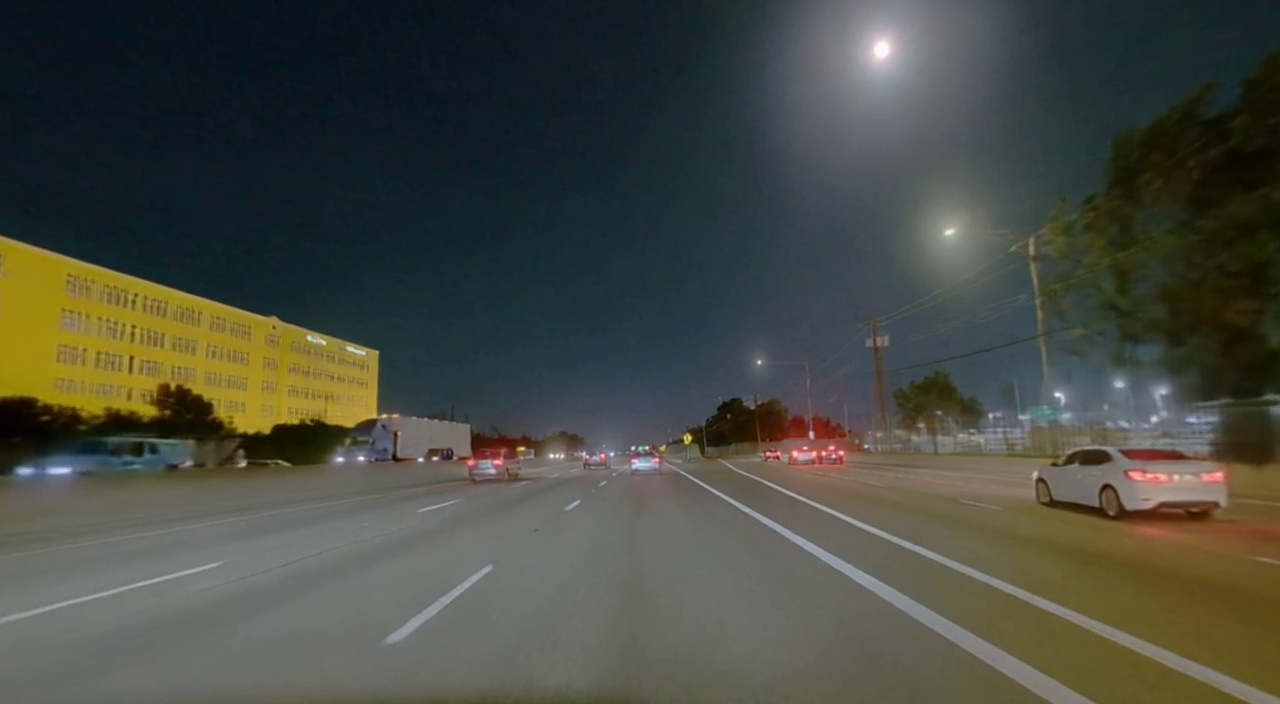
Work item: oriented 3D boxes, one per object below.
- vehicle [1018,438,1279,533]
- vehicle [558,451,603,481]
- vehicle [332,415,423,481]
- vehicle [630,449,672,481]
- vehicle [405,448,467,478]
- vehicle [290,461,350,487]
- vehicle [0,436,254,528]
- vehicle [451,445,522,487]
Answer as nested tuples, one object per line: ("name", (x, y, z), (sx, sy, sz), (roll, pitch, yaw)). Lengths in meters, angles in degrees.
("vehicle", (9.717, 2.481, 12.436), (1.966, 1.484, 4.610), (-1, -8, 5))
("vehicle", (-3.319, 6.436, 35.972), (2.059, 1.508, 4.662), (-1, -8, 1))
("vehicle", (-16.886, 6.252, 41.210), (2.969, 3.910, 6.683), (-1, -8, 0))
("vehicle", (0.576, 6.091, 34.249), (2.107, 1.538, 3.999), (-1, -8, 0))
("vehicle", (-12.862, 6.991, 40.197), (2.249, 1.715, 5.424), (-1, -8, -1))
("vehicle", (-20.427, 7.779, 40.408), (1.782, 1.449, 3.904), (-1, -9, 0))
("vehicle", (-13.010, 3.185, 16.312), (2.283, 1.915, 5.774), (-1, -8, 1))
("vehicle", (-7.169, 5.358, 30.098), (2.106, 1.827, 4.814), (-1, -8, 1))
